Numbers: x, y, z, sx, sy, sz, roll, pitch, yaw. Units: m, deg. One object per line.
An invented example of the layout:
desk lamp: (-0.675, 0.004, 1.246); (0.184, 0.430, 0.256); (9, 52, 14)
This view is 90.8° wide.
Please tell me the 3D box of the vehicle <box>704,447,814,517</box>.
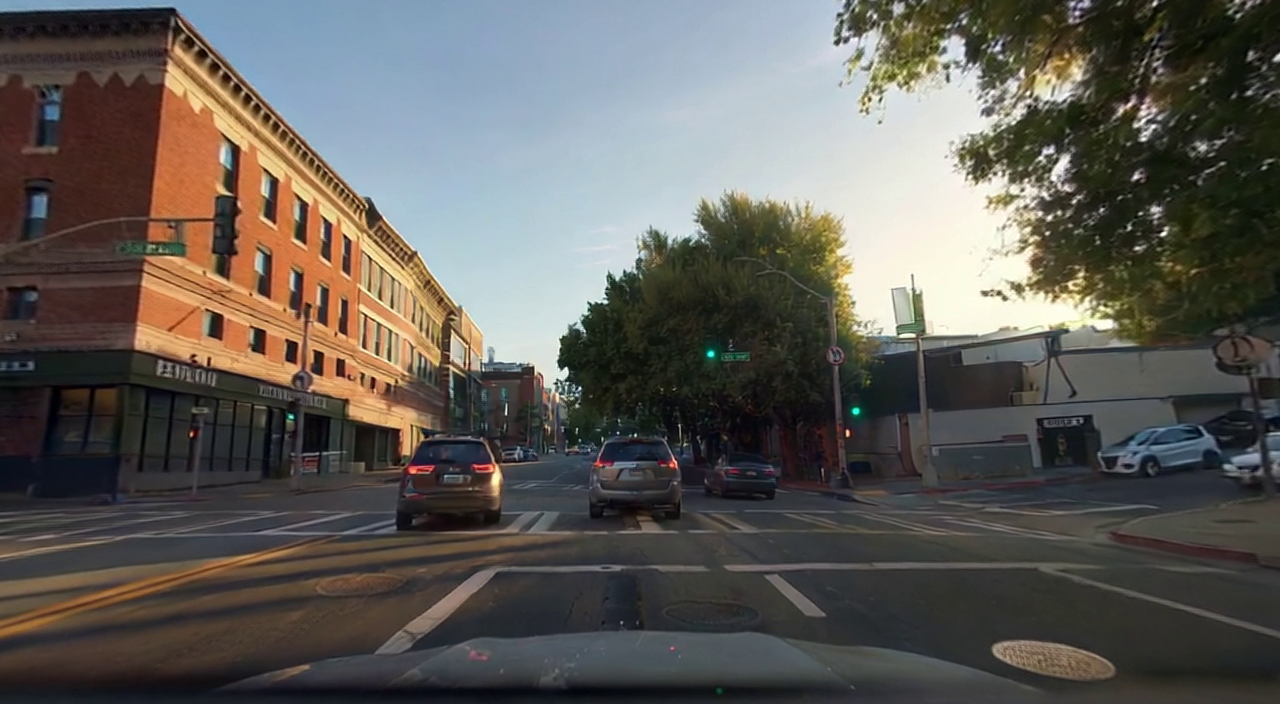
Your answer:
vehicle: (2.765, 3.097, 15.628); (1.852, 1.462, 4.155); (0, -8, -1)

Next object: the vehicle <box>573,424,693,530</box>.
vehicle: (-0.175, 2.536, 13.464); (2.105, 1.842, 4.537); (0, -8, -1)

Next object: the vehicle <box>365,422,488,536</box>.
vehicle: (-4.148, 2.389, 12.499); (1.855, 1.812, 4.244); (3, -9, -17)

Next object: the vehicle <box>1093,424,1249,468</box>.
vehicle: (20.879, 3.719, 24.992); (4.355, 1.663, 1.948); (0, -9, 0)
